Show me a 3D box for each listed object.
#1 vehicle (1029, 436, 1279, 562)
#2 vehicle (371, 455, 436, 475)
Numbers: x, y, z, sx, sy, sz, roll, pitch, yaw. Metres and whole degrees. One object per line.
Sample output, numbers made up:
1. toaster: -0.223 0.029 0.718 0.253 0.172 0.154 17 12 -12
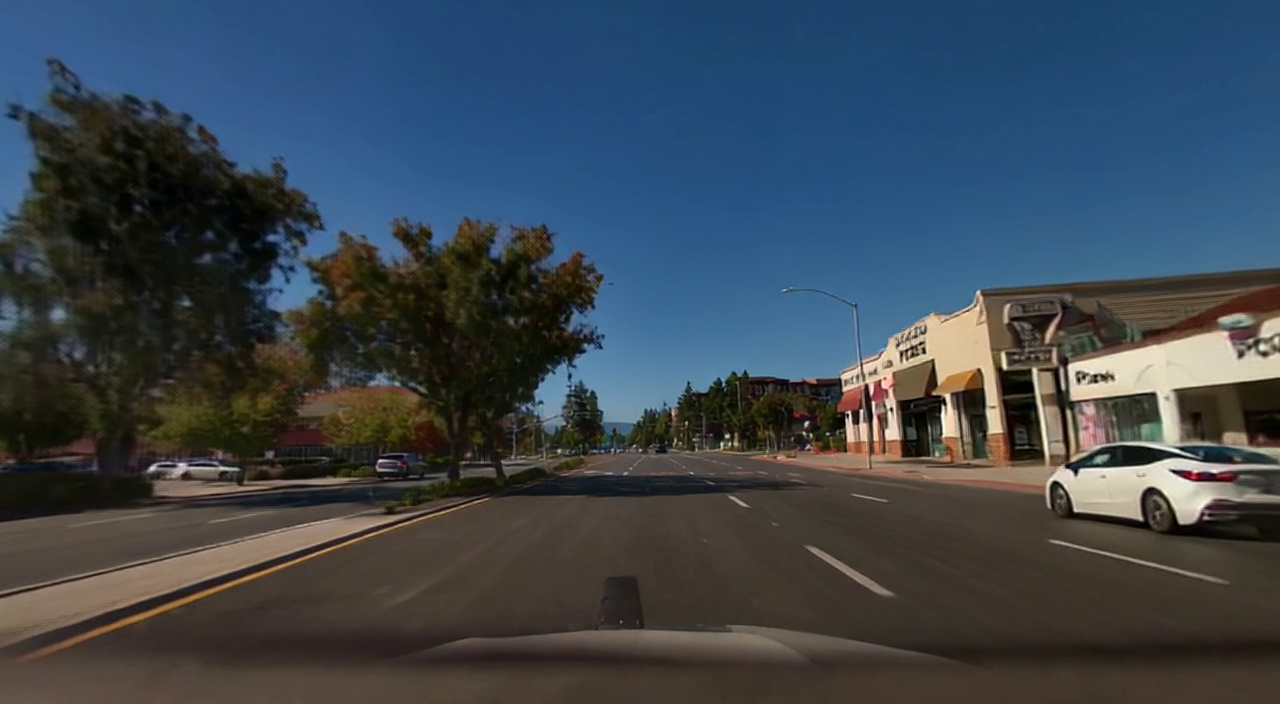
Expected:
1. vehicle: 8.211 2.031 9.568 1.936 1.460 4.258 0 -8 1
2. vehicle: -18.505 8.826 49.386 4.523 1.494 1.857 -3 -9 17
